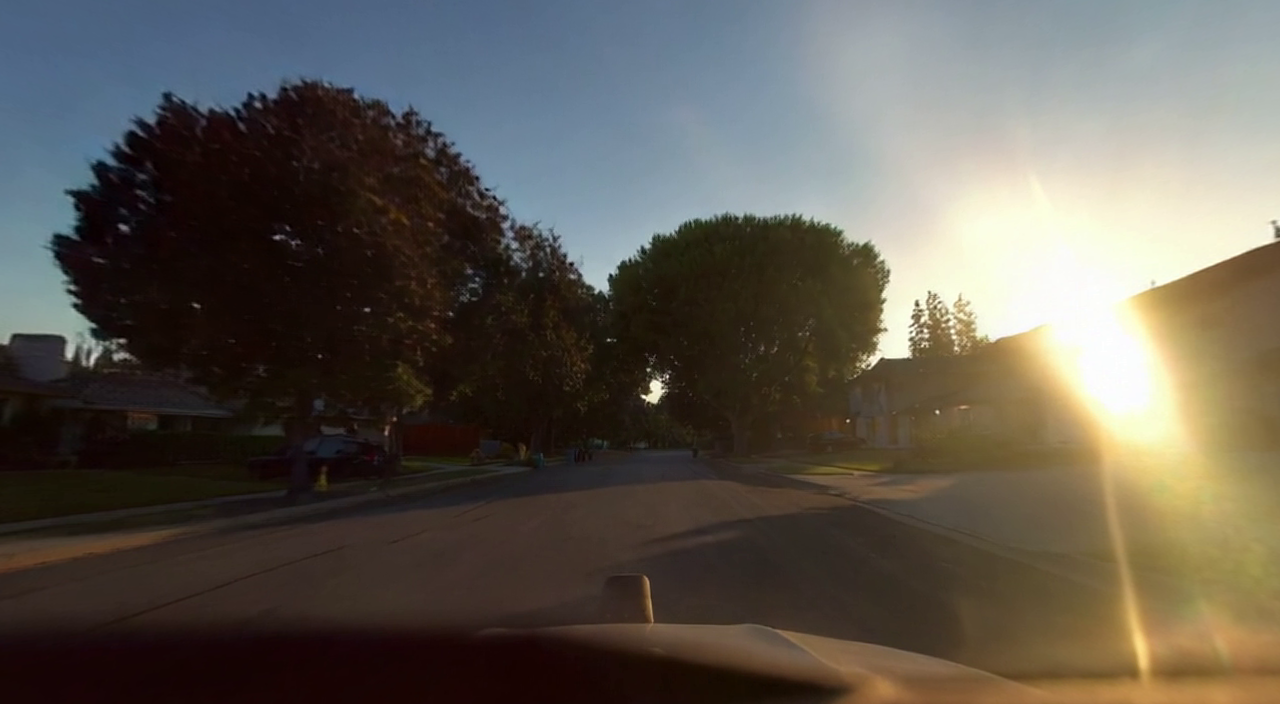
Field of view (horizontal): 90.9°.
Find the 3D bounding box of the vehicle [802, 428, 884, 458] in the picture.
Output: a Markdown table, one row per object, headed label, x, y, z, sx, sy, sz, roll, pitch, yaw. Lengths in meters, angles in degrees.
| label | x | y | z | sx | sy | sz | roll | pitch | yaw |
| --- | --- | --- | --- | --- | --- | --- | --- | --- | --- |
| vehicle | 13.076 | 5.906 | 40.739 | 4.581 | 1.853 | 2.024 | 1 | -8 | -7 |
